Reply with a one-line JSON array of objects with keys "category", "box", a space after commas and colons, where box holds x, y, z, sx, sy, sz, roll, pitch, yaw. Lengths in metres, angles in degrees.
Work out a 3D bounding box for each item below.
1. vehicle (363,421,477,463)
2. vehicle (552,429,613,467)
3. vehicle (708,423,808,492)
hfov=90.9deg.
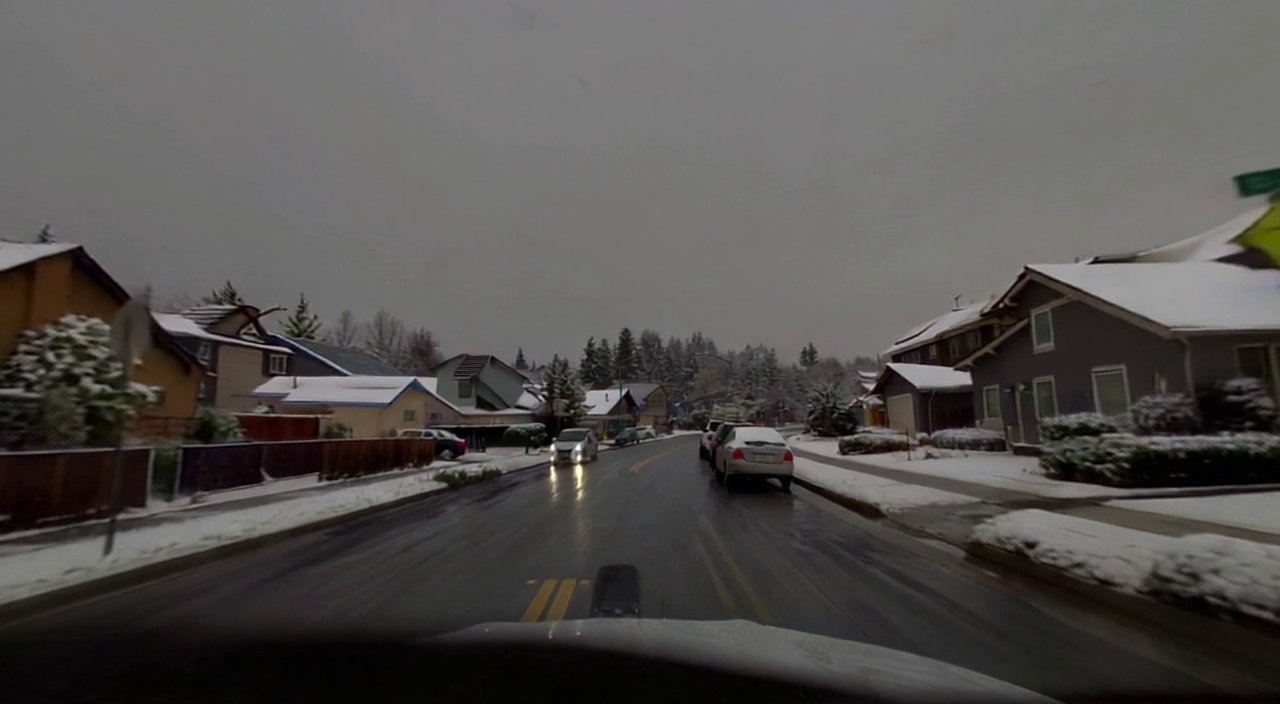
[{"category": "vehicle", "box": [-9.720, 3.994, 28.070, 4.205, 1.745, 2.121, -1, -8, 5]}, {"category": "vehicle", "box": [-2.391, 4.117, 27.364, 1.972, 1.499, 4.191, -1, -8, 4]}, {"category": "vehicle", "box": [2.823, 2.604, 15.966, 1.998, 1.494, 3.927, -1, -8, 3]}]
